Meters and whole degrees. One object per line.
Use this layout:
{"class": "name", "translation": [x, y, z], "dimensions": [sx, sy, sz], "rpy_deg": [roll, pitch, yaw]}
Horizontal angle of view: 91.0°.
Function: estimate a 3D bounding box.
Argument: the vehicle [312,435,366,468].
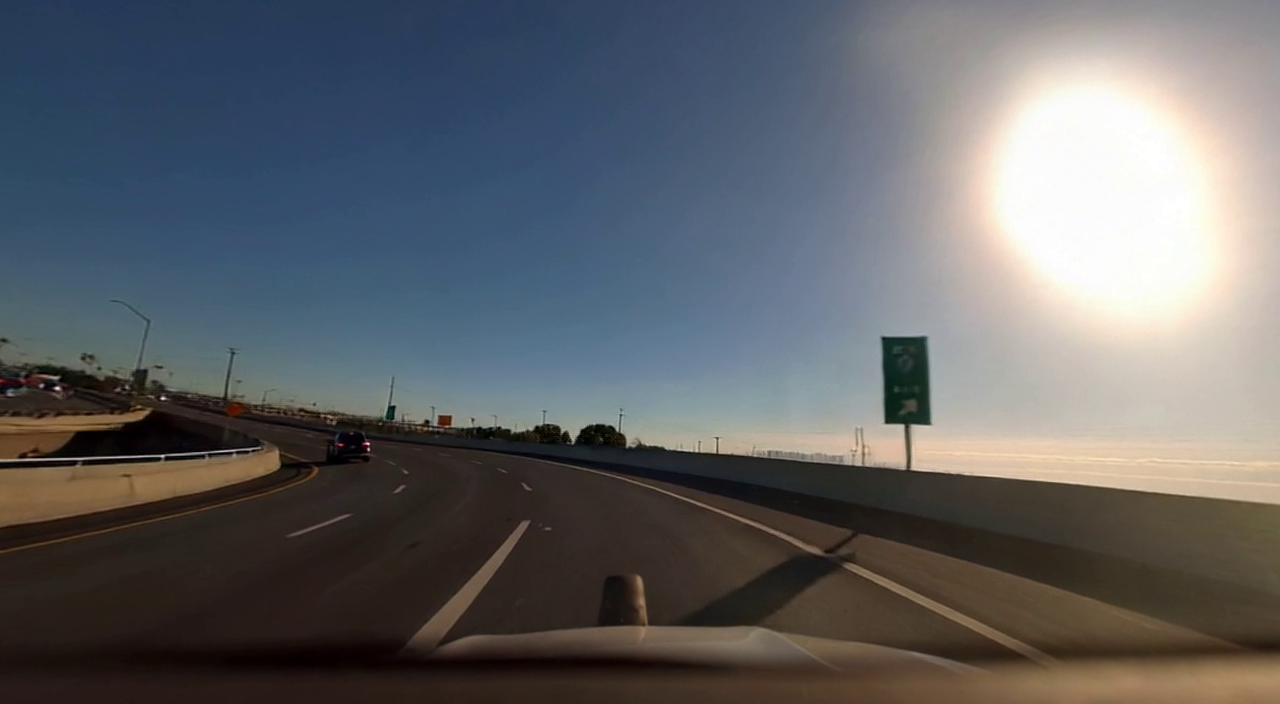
{"class": "vehicle", "translation": [-15.602, 5.139, 32.522], "dimensions": [2.234, 1.588, 4.484], "rpy_deg": [5, -10, -27]}
